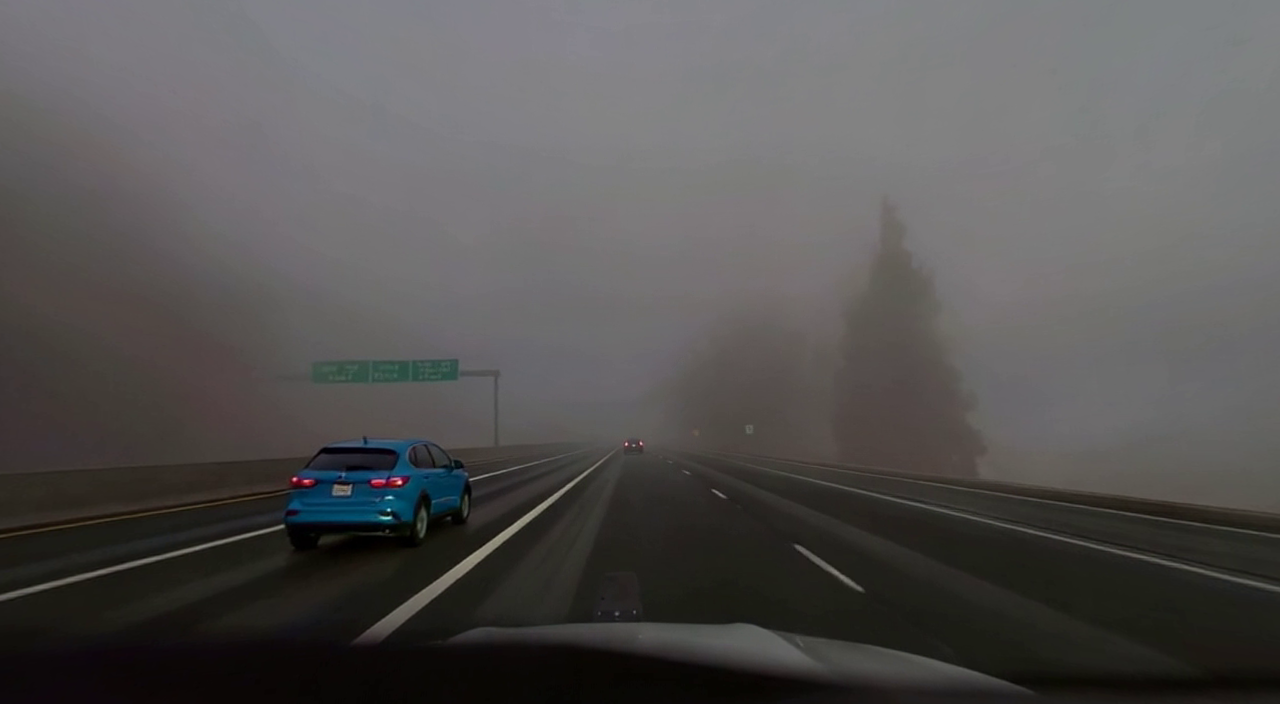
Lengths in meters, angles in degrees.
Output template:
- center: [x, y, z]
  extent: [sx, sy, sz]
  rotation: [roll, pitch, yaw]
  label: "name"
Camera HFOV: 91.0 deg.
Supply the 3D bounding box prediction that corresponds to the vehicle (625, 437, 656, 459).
- center: [-0.020, 6.478, 42.591]
  extent: [2.028, 1.440, 3.690]
  rotation: [0, -8, -1]
  label: "vehicle"
